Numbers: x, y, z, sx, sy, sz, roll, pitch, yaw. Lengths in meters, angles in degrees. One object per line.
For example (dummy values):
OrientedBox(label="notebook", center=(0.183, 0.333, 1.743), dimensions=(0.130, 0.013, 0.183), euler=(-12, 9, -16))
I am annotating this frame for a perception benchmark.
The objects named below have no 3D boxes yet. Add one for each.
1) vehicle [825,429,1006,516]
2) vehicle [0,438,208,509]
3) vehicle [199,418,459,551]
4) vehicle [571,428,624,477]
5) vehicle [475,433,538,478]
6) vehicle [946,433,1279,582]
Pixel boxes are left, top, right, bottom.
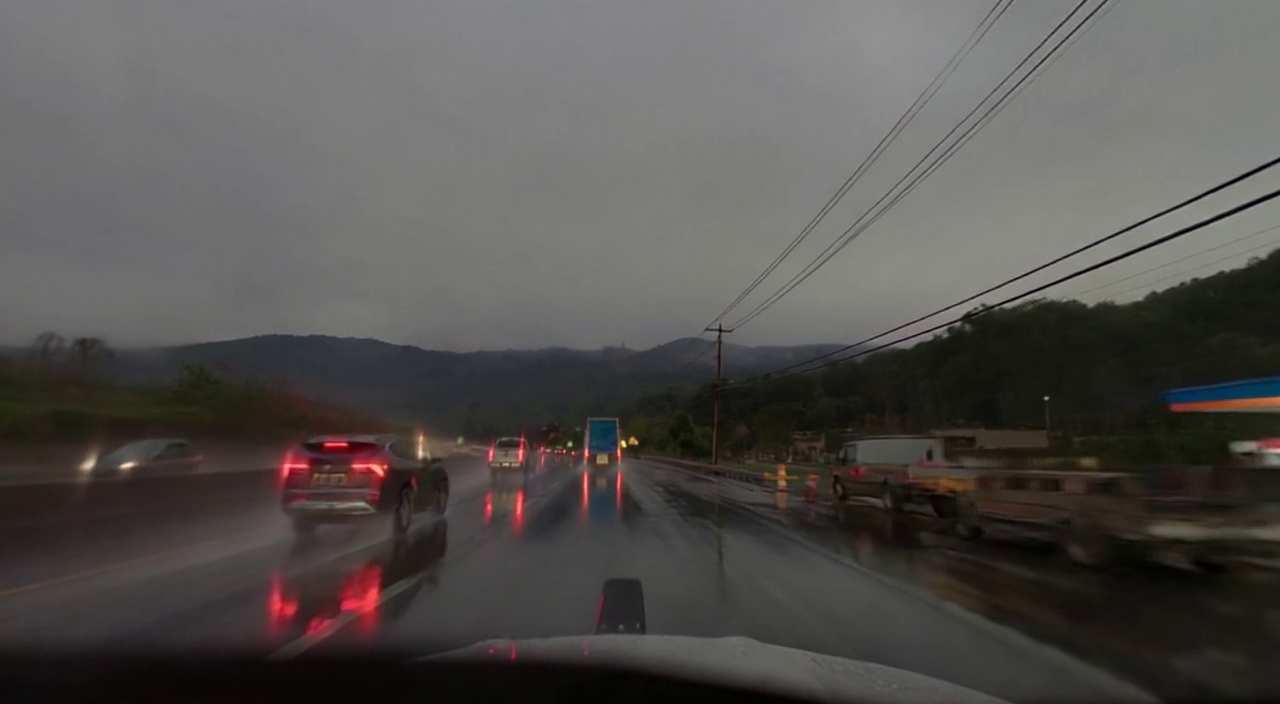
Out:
OrientedBox(label="vehicle", center=(6.340, 2.814, 15.279), dimensions=(2.058, 1.747, 4.585), euler=(1, -9, -4))
OrientedBox(label="vehicle", center=(-13.795, 3.096, 16.612), dimensions=(1.930, 1.591, 4.408), euler=(0, -9, -3))
OrientedBox(label="vehicle", center=(-4.759, 2.085, 10.665), dimensions=(2.185, 1.721, 4.550), euler=(0, -9, -2))
OrientedBox(label="vehicle", center=(-2.268, 5.157, 32.666), dimensions=(2.486, 2.280, 5.291), euler=(1, -9, -6))
OrientedBox(label="vehicle", center=(-6.440, 5.078, 31.195), dimensions=(2.345, 2.012, 5.693), euler=(1, -9, -5))
OrientedBox(label="vehicle", center=(6.362, 1.941, 8.844), dimensions=(1.877, 1.503, 4.653), euler=(0, -9, 1))
